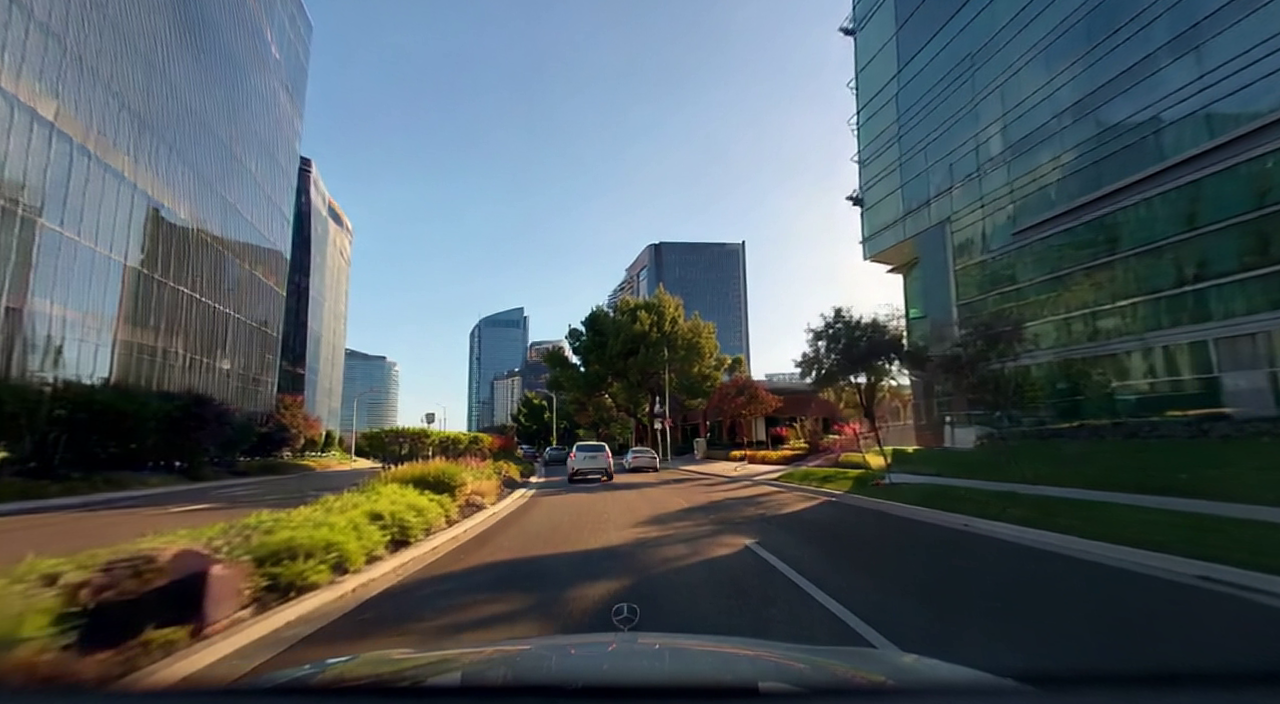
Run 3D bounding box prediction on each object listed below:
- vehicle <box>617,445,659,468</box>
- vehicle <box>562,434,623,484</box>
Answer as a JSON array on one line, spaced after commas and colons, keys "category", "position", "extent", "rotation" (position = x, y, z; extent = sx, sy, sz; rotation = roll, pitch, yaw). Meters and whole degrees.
[{"category": "vehicle", "position": [-0.198, 7.263, 44.057], "extent": [2.116, 1.506, 4.355], "rotation": [2, -8, -11]}, {"category": "vehicle", "position": [-1.924, 4.163, 24.851], "extent": [2.173, 1.761, 4.374], "rotation": [1, -8, -6]}]
